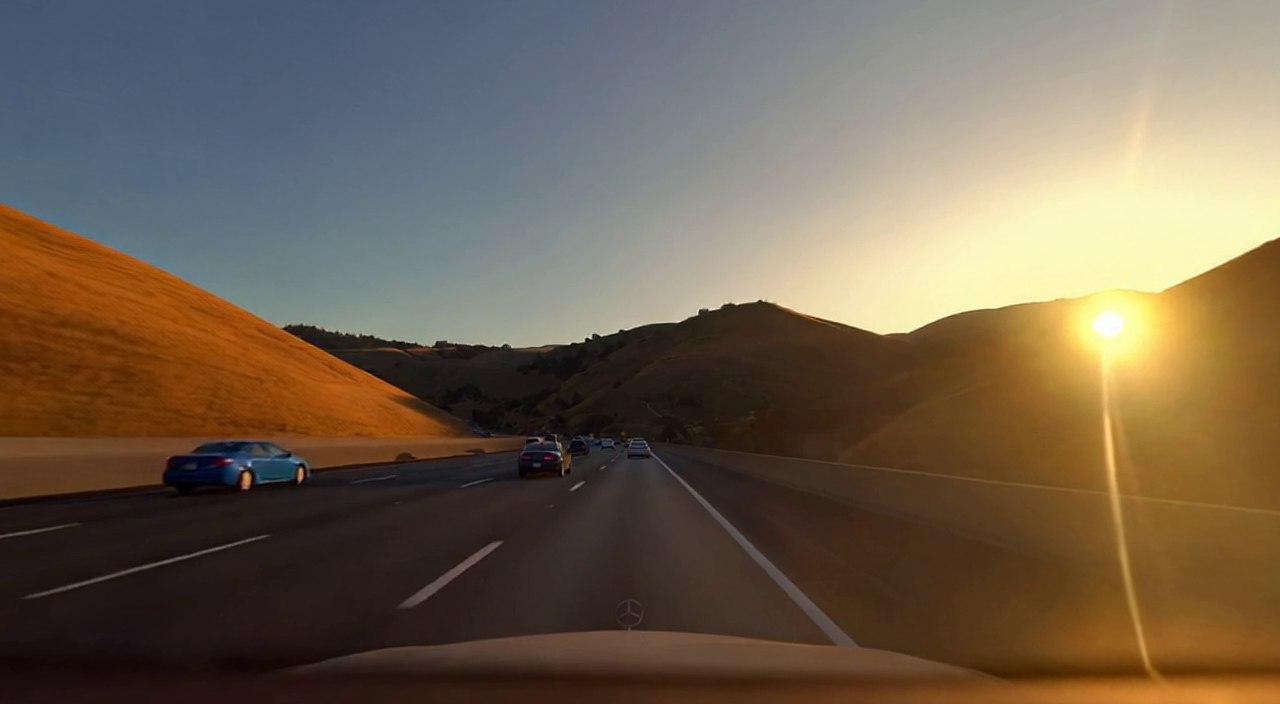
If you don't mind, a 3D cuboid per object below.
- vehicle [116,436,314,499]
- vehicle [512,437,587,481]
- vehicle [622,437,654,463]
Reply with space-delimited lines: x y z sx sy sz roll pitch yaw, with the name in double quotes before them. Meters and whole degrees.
"vehicle" -11.303 3.085 17.343 1.945 1.466 4.947 0 -8 1
"vehicle" -3.362 4.089 24.402 2.080 1.505 4.649 -1 -8 1
"vehicle" -0.120 6.910 44.602 2.138 1.674 4.044 0 -8 0
